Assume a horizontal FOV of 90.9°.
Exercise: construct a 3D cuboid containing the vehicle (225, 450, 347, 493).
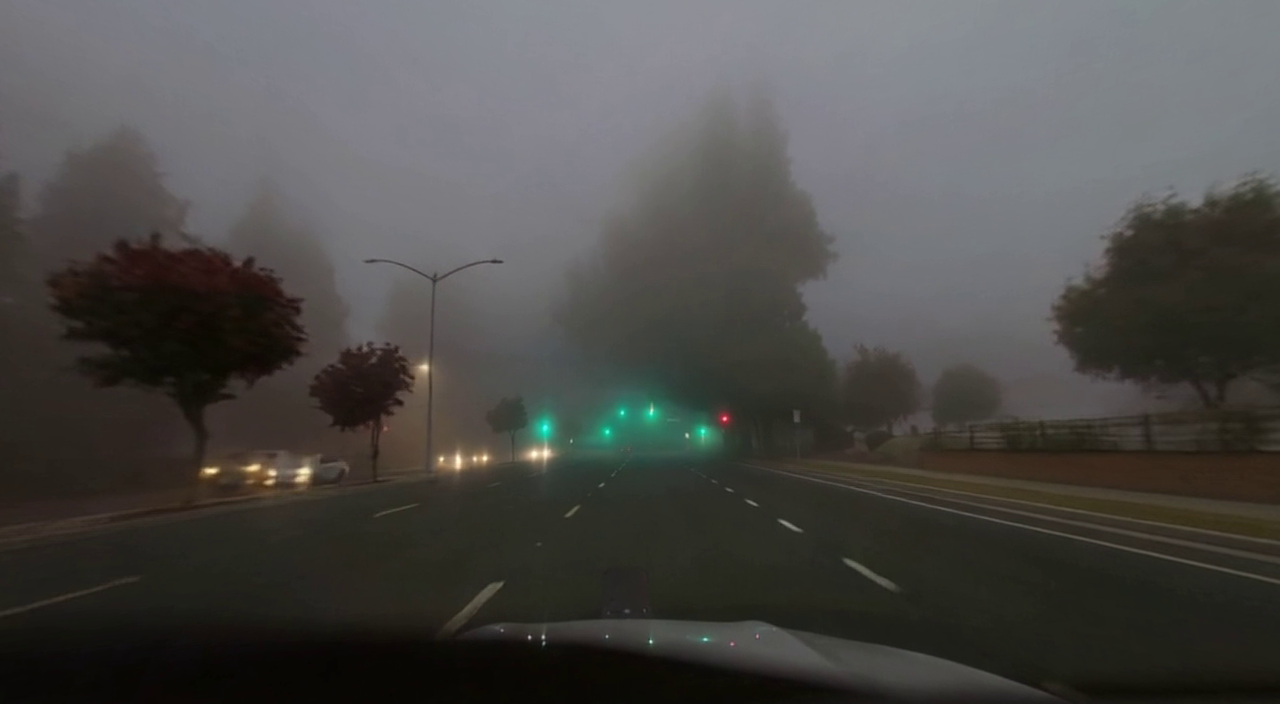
[{"bbox_3d":[-13.313,4.487,24.064,1.954,1.457,4.516,-1,-9,1],"label":"vehicle"}]
